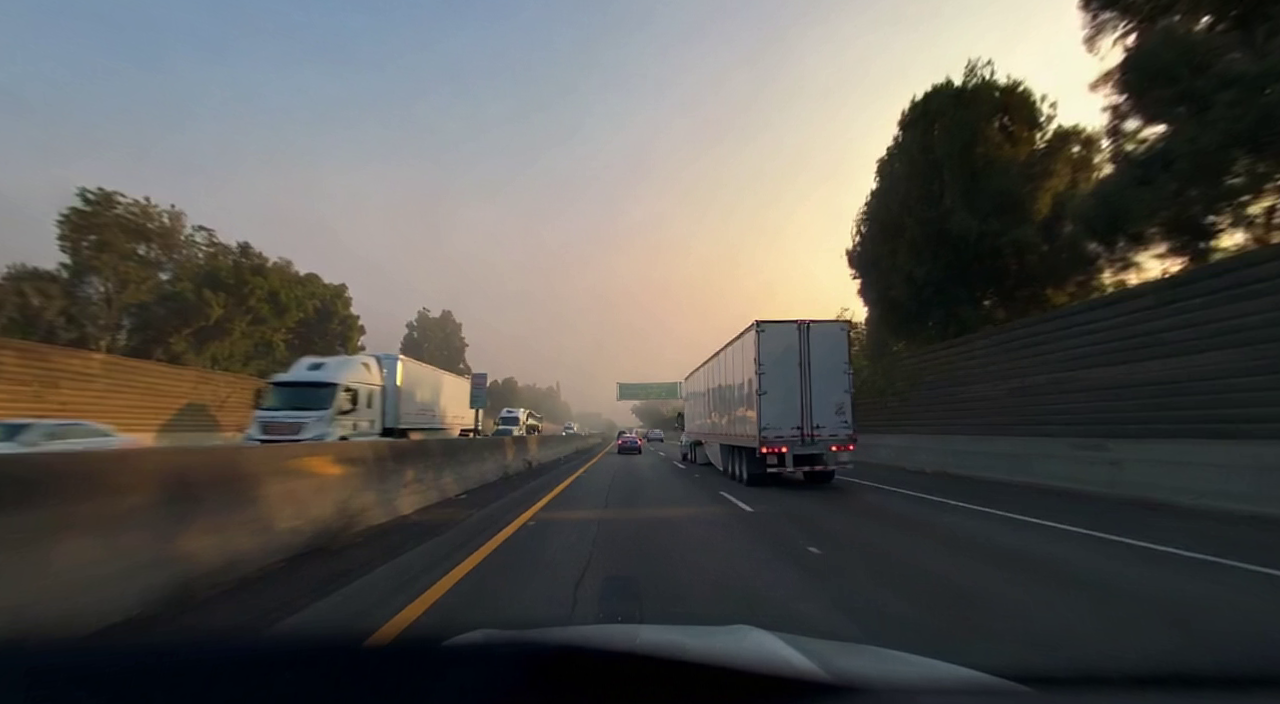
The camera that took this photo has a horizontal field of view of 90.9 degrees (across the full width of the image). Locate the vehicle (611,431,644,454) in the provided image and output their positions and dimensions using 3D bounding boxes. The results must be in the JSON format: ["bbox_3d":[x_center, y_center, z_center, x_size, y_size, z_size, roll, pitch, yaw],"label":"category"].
[{"bbox_3d":[-0.835,6.058,42.269,2.119,1.480,4.000,0,-8,0],"label":"vehicle"}]

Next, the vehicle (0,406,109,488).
[{"bbox_3d":[-12.652,1.823,12.110,1.832,1.485,3.518,0,-8,-1],"label":"vehicle"}]

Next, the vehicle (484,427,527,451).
[{"bbox_3d":[-8.722,5.669,41.209,1.885,1.483,4.516,0,-8,-2],"label":"vehicle"}]

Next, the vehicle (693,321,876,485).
[{"bbox_3d":[4.120,2.144,22.458,2.953,4.045,13.843,0,-8,-1],"label":"vehicle"}]

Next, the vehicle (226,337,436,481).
[{"bbox_3d":[-8.624,1.820,18.927,2.624,3.453,7.411,0,-7,-1],"label":"vehicle"}]
